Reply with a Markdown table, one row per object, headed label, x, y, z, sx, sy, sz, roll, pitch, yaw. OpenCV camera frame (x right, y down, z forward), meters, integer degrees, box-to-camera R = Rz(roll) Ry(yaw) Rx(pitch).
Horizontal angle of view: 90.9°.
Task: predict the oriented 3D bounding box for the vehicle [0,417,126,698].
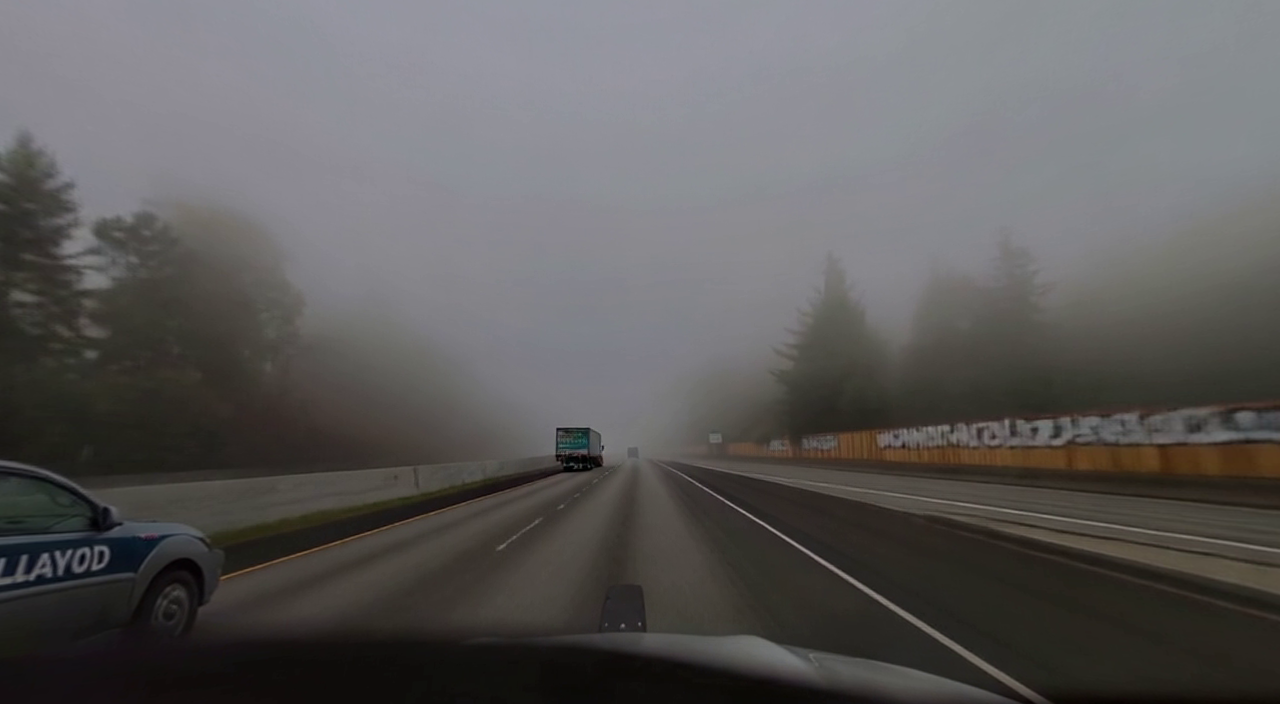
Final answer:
| label | x | y | z | sx | sy | sz | roll | pitch | yaw |
| --- | --- | --- | --- | --- | --- | --- | --- | --- | --- |
| vehicle | -4.431 | 0.869 | 1.857 | 2.024 | 1.476 | 4.466 | 0 | -9 | 1 |

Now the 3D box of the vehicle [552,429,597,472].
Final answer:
| label | x | y | z | sx | sy | sz | roll | pitch | yaw |
| --- | --- | --- | --- | --- | --- | --- | --- | --- | --- |
| vehicle | -4.061 | 6.279 | 40.307 | 2.305 | 2.517 | 5.486 | 0 | -9 | 0 |
